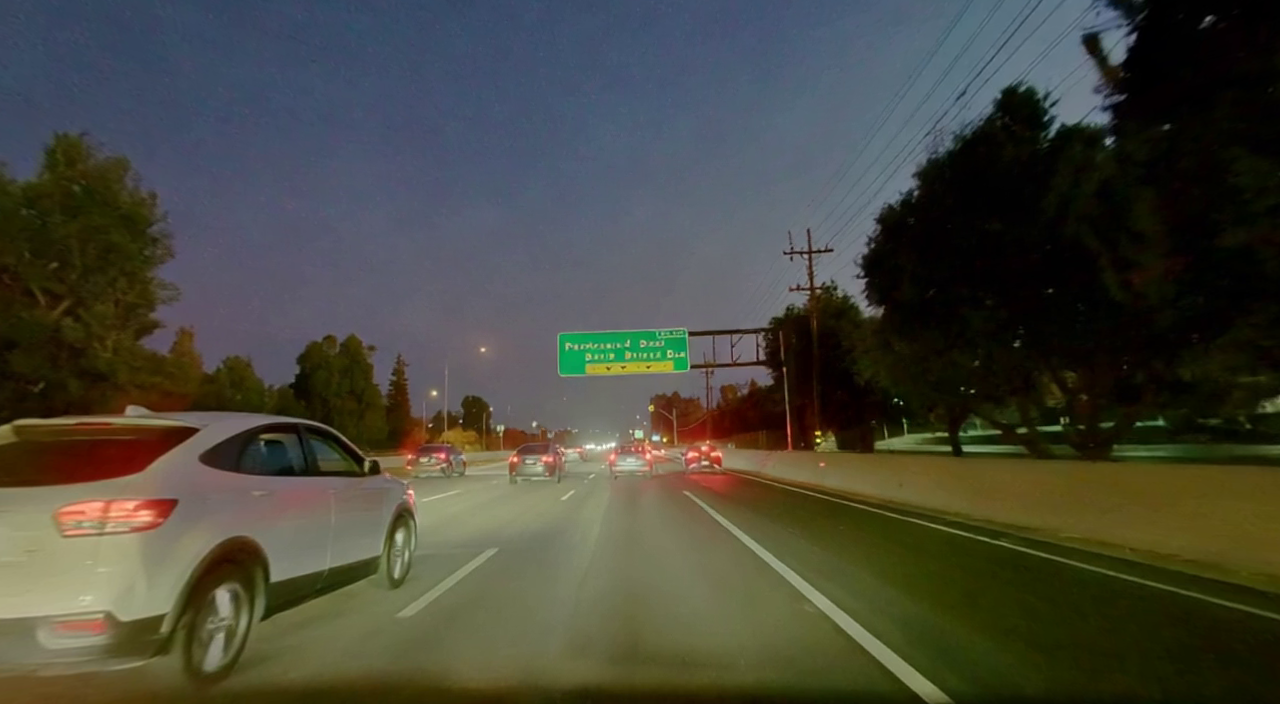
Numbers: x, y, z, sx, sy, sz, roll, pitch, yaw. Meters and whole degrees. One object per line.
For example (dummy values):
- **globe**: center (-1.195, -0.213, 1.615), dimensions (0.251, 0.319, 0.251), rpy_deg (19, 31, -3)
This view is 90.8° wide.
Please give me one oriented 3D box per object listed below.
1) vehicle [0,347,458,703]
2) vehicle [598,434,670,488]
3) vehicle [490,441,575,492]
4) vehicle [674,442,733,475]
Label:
- **vehicle**: center (-3.251, 1.175, 4.895), dimensions (2.277, 1.728, 4.661), rpy_deg (0, -8, 0)
- **vehicle**: center (-0.219, 3.765, 22.230), dimensions (2.284, 1.699, 4.168), rpy_deg (0, -8, -1)
- **vehicle**: center (-3.357, 3.648, 20.581), dimensions (1.958, 1.447, 4.454), rpy_deg (0, -8, 0)
- **vehicle**: center (2.964, 5.087, 30.550), dimensions (2.197, 1.464, 4.356), rpy_deg (0, -8, -3)
